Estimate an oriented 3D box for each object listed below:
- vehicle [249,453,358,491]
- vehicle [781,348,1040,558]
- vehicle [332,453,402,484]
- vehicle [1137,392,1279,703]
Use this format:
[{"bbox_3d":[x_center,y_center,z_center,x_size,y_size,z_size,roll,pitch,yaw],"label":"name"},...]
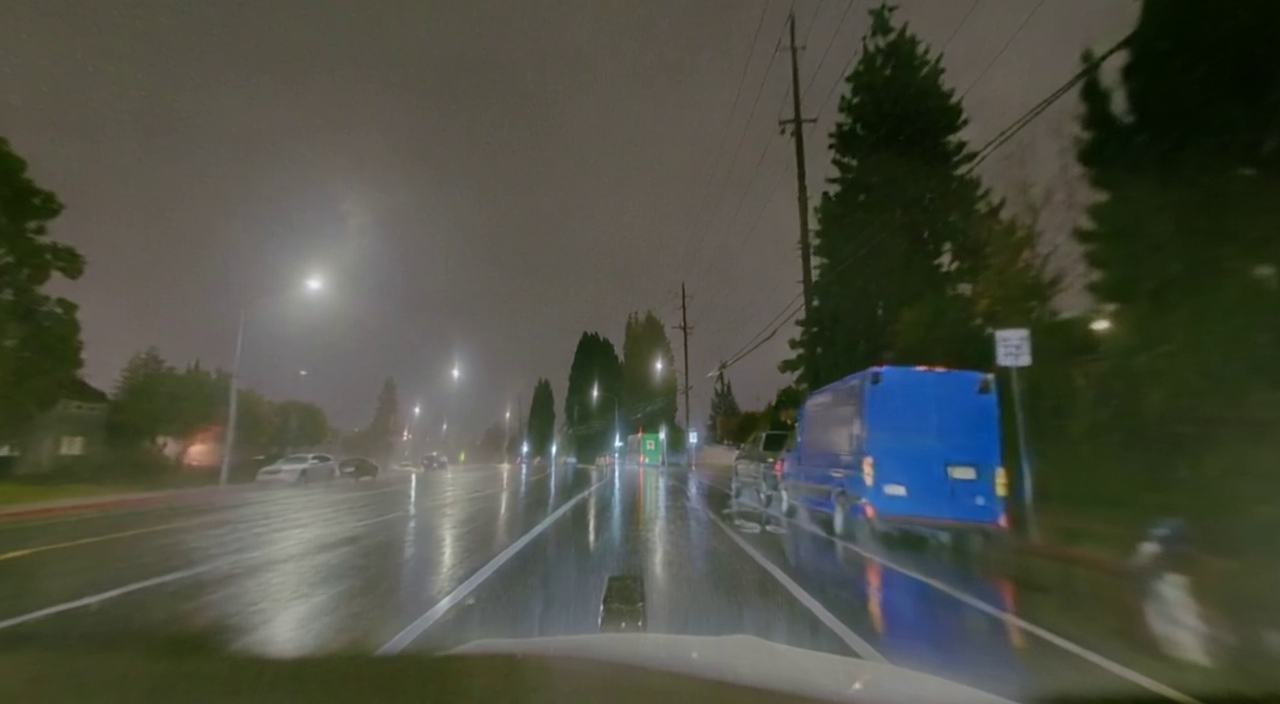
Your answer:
[{"bbox_3d":[-14.864,5.307,28.109,1.990,1.487,4.767,0,-9,3],"label":"vehicle"},{"bbox_3d":[4.416,1.827,11.684,2.229,2.912,5.697,0,-9,0],"label":"vehicle"},{"bbox_3d":[-14.878,6.325,34.505,1.934,1.480,4.510,-2,-9,-1],"label":"vehicle"},{"bbox_3d":[4.055,0.835,1.800,1.970,1.640,4.087,0,-9,2],"label":"vehicle"}]
